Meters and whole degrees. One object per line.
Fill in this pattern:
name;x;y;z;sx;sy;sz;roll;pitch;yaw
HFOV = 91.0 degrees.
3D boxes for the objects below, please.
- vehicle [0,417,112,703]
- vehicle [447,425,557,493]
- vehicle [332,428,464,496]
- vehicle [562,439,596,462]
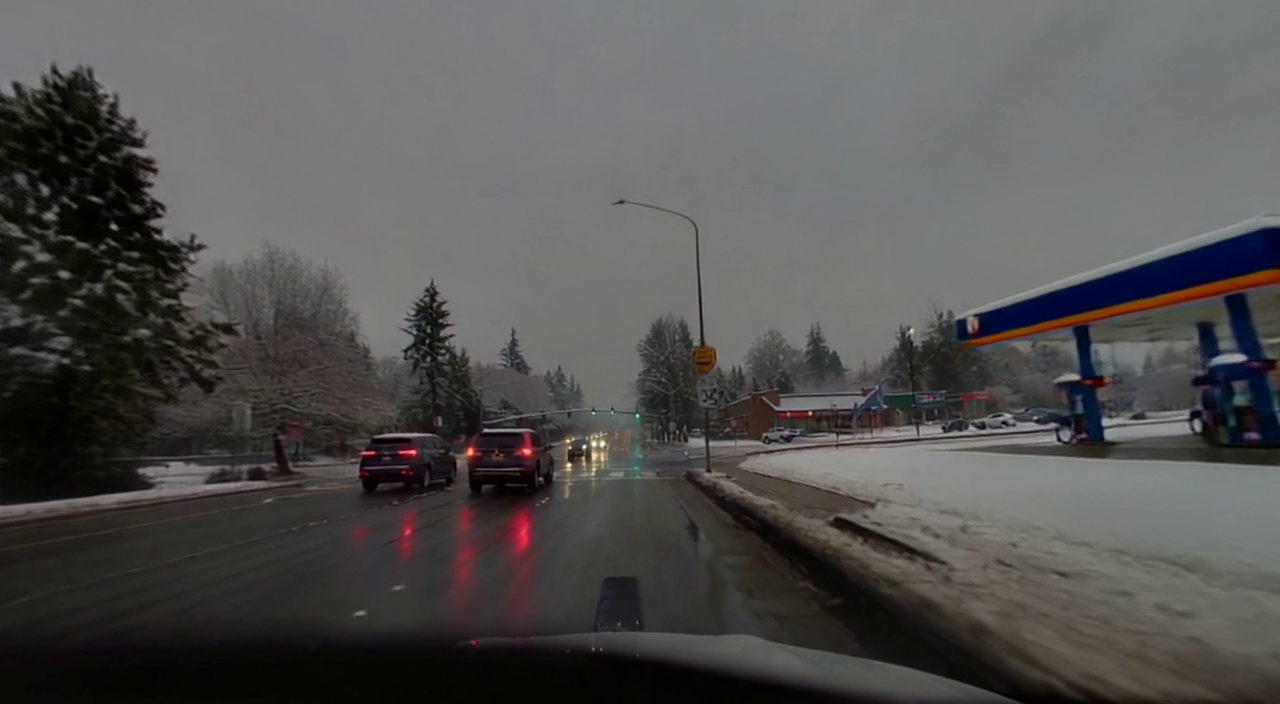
vehicle;-3.373;0.719;0.625;1.888;1.452;4.303;0;-9;1
vehicle;-4.023;3.220;19.214;2.306;1.815;4.476;0;-9;0
vehicle;-7.096;3.276;19.103;2.102;1.774;4.662;0;-9;1
vehicle;-4.441;7.206;46.218;2.060;1.580;3.980;0;-9;1
